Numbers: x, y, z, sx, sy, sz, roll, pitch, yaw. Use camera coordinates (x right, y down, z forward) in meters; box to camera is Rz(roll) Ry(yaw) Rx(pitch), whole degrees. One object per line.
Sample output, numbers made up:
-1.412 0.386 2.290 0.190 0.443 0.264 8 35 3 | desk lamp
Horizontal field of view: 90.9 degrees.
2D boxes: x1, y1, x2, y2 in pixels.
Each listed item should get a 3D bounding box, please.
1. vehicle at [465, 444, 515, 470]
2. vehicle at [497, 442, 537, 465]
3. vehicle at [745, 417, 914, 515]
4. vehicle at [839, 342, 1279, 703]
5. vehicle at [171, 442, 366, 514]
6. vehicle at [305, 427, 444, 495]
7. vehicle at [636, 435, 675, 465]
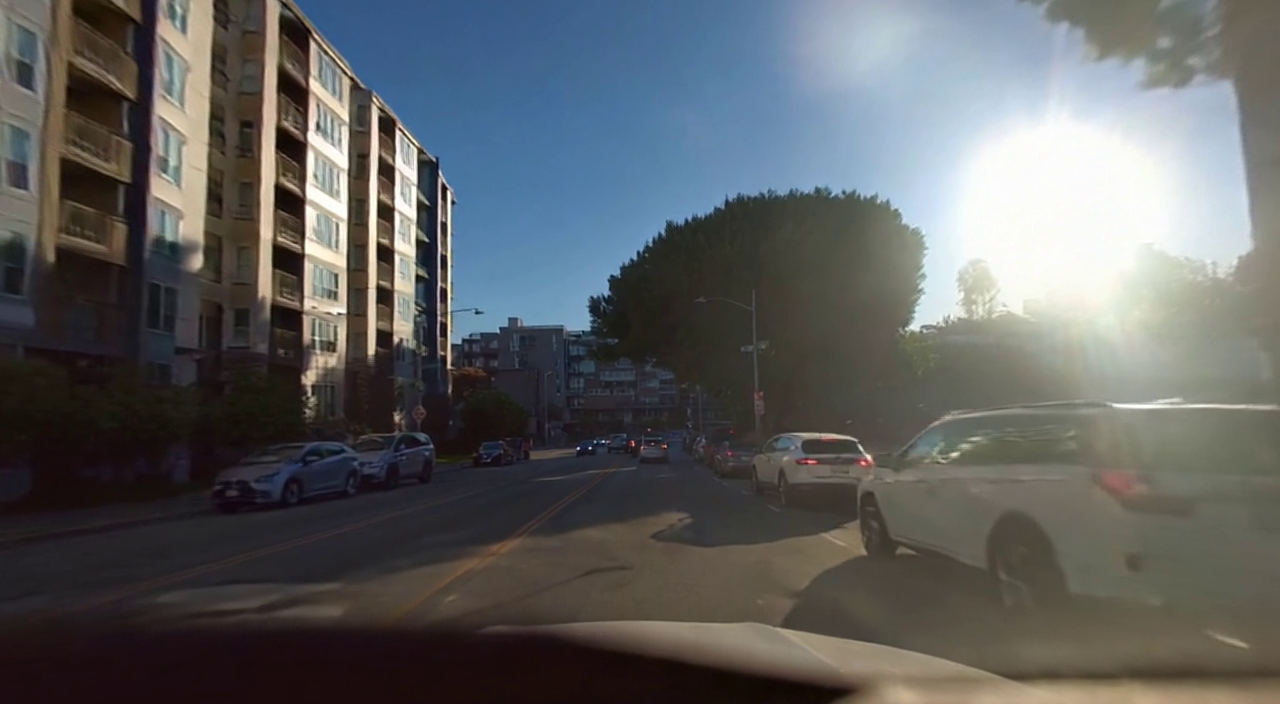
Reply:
-8.800 6.186 37.388 2.021 1.474 4.337 0 -8 -1 | vehicle
-8.788 7.254 45.342 2.002 1.546 4.339 0 -8 0 | vehicle
3.939 2.478 14.200 2.260 1.789 4.810 0 -8 -1 | vehicle
3.824 1.232 5.743 2.327 1.864 4.981 0 -8 -1 | vehicle
-9.213 3.119 16.232 2.089 1.549 4.597 -1 -8 2 | vehicle
-8.986 3.740 22.095 2.457 2.048 5.461 0 -8 0 | vehicle
0.928 5.982 38.616 2.261 1.740 4.065 0 -8 1 | vehicle
